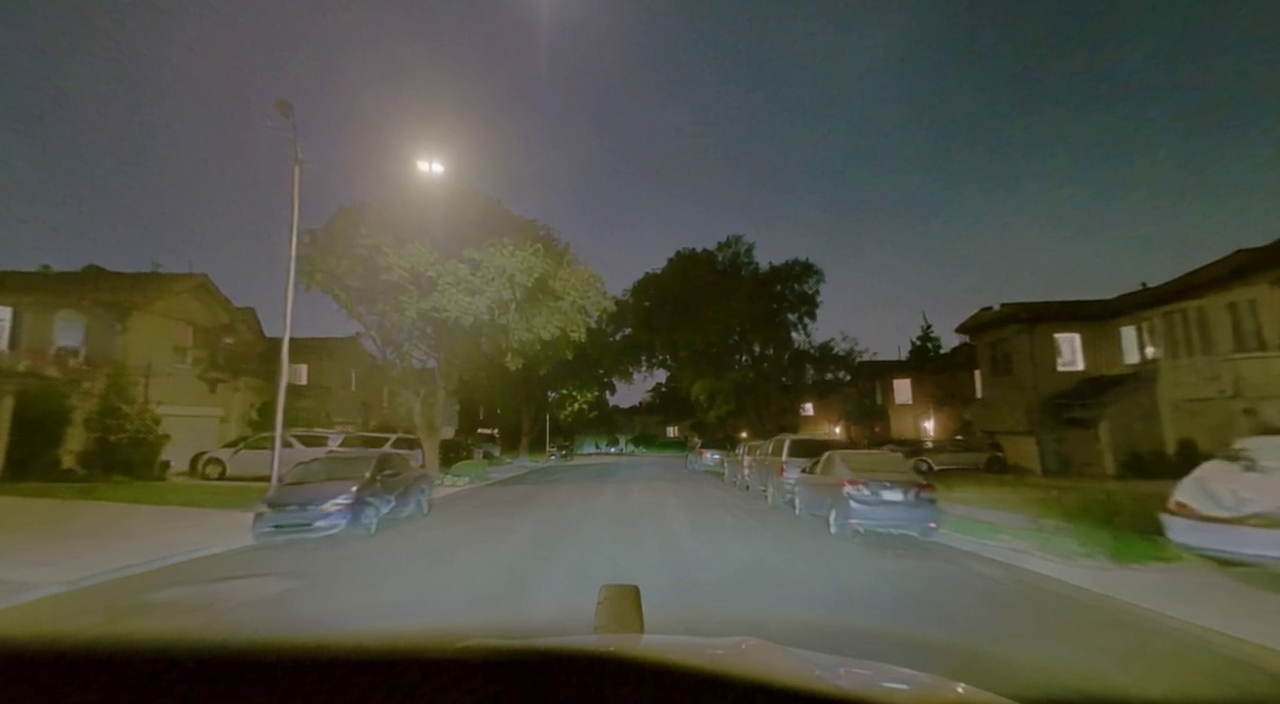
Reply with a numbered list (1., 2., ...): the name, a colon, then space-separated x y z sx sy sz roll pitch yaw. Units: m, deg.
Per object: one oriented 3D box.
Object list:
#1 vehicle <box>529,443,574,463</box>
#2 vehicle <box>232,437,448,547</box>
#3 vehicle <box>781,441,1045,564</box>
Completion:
1. vehicle: -6.867 7.743 48.609 2.236 1.459 4.832 3 -9 -23
2. vehicle: -5.113 2.392 11.563 1.943 1.602 4.172 0 -8 -1
3. vehicle: 3.865 2.187 10.156 2.042 1.456 4.903 0 -8 0
